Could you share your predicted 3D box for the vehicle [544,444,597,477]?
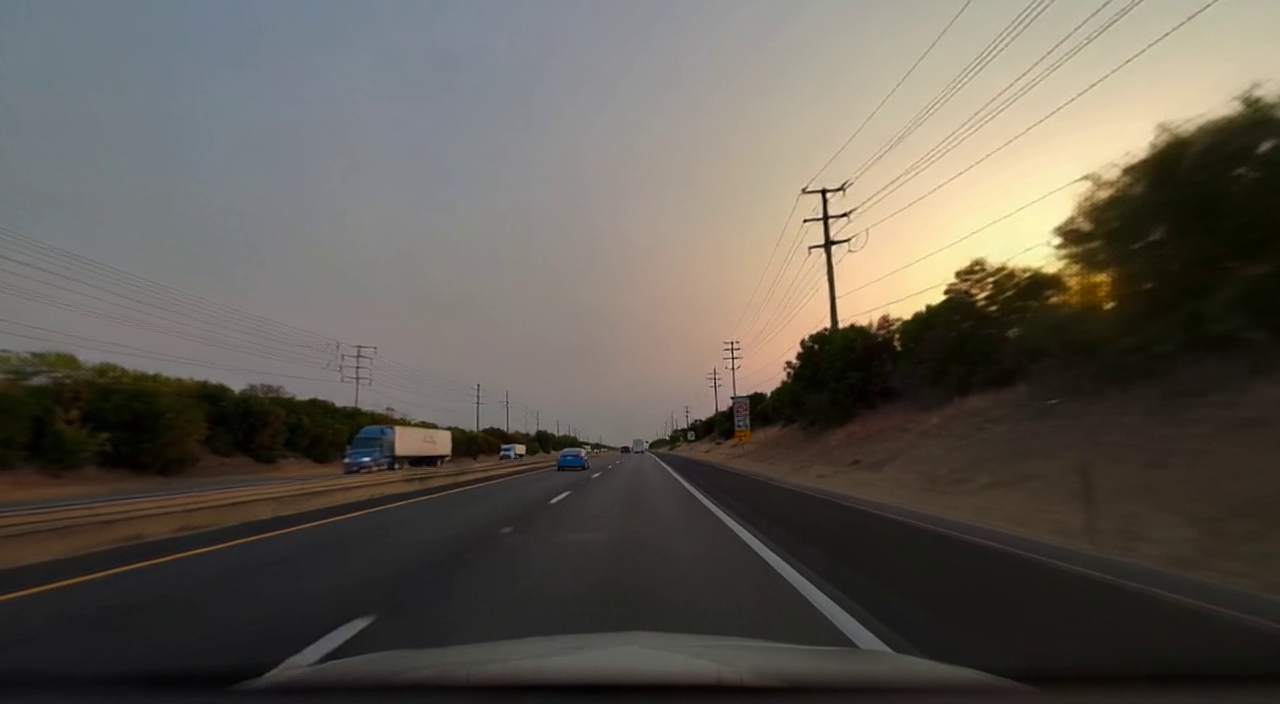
[{"bbox_3d":[-3.424,5.443,31.914,2.106,1.543,4.465,0,-9,1],"label":"vehicle"}]
